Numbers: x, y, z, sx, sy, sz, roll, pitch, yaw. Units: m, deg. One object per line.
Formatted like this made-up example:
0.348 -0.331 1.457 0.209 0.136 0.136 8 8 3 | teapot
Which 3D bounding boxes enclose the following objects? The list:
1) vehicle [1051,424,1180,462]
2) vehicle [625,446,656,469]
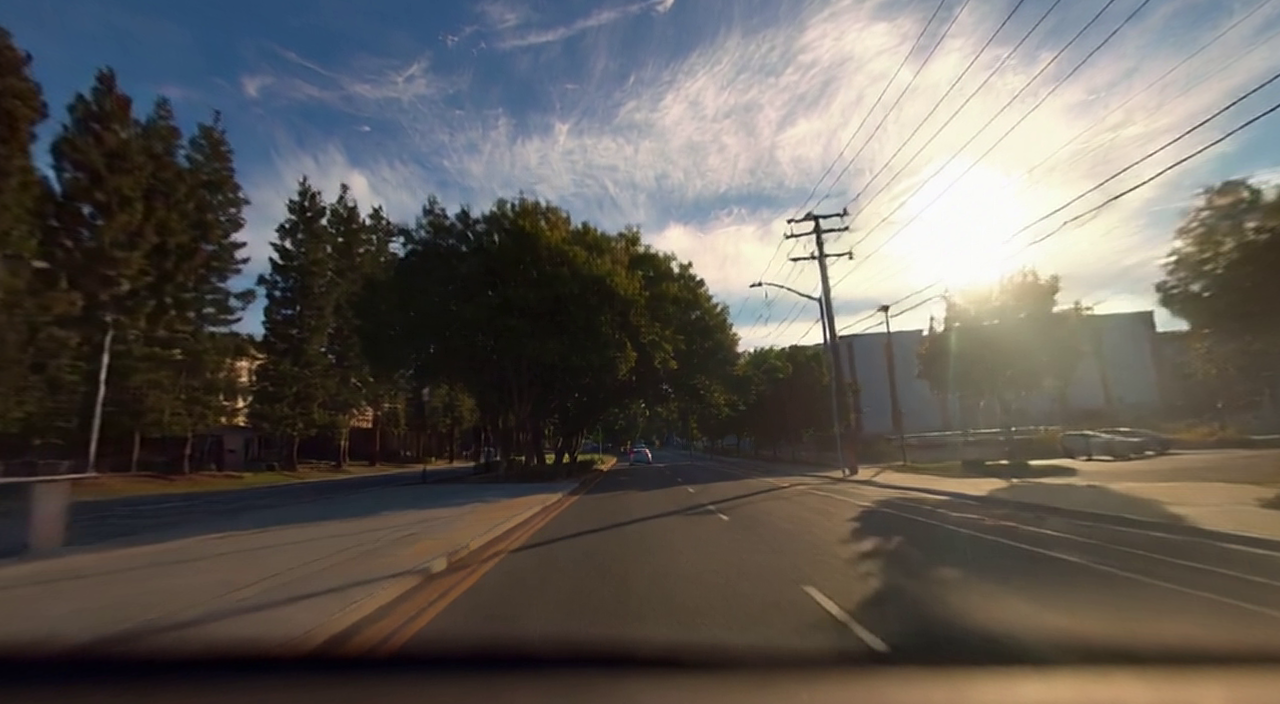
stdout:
25.919 5.096 34.809 2.189 1.805 5.633 -1 -10 -7 | vehicle
0.007 7.783 46.775 2.109 1.501 4.042 -1 -8 -1 | vehicle
